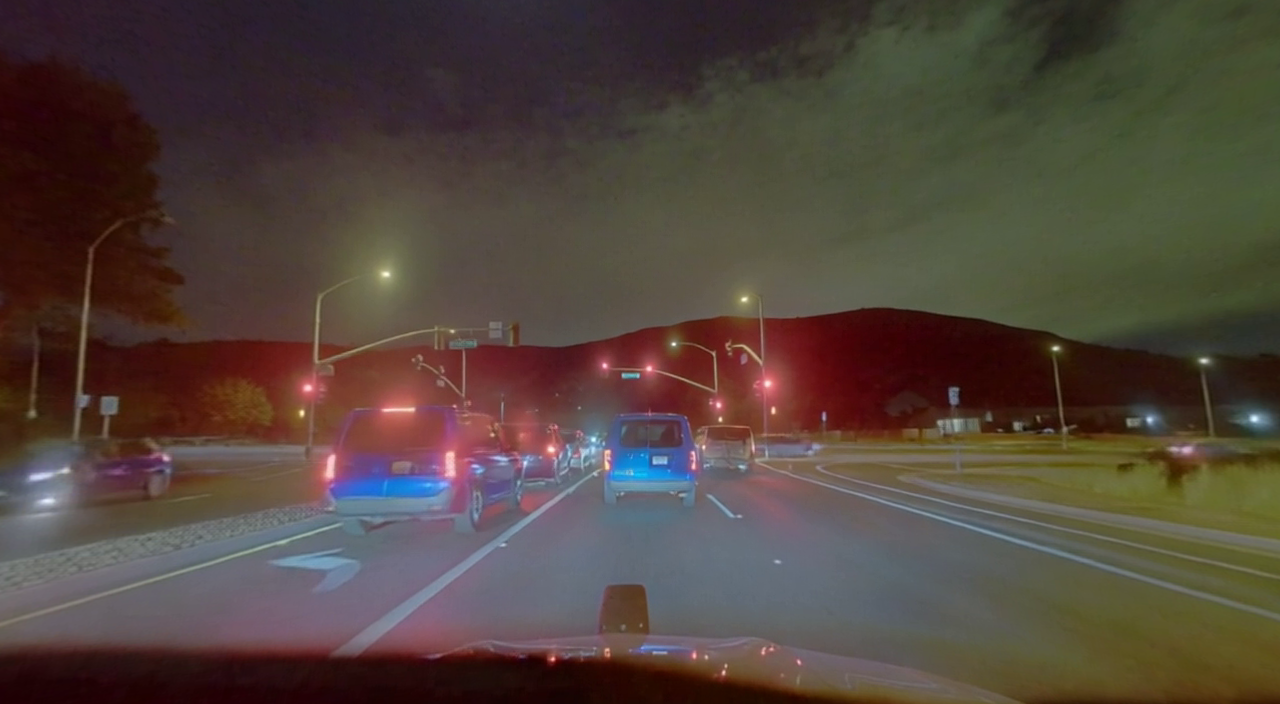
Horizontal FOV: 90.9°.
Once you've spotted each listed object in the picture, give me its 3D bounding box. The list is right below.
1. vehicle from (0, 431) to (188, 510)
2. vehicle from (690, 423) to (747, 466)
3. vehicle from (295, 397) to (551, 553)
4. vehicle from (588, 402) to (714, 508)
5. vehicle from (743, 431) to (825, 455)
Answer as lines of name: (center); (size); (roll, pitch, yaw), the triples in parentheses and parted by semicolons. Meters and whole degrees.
vehicle: (-14.431, 3.034, 16.685); (2.053, 1.754, 4.717); (1, -8, -10)
vehicle: (3.190, 3.857, 26.297); (1.817, 1.662, 3.843); (0, -8, -1)
vehicle: (-2.836, 1.747, 9.600); (2.131, 1.783, 4.540); (0, -8, 2)
vehicle: (0.208, 2.110, 13.203); (2.185, 1.822, 4.391); (0, -8, 1)
vehicle: (9.050, 5.752, 39.882); (4.696, 1.461, 1.810); (0, -8, 0)
